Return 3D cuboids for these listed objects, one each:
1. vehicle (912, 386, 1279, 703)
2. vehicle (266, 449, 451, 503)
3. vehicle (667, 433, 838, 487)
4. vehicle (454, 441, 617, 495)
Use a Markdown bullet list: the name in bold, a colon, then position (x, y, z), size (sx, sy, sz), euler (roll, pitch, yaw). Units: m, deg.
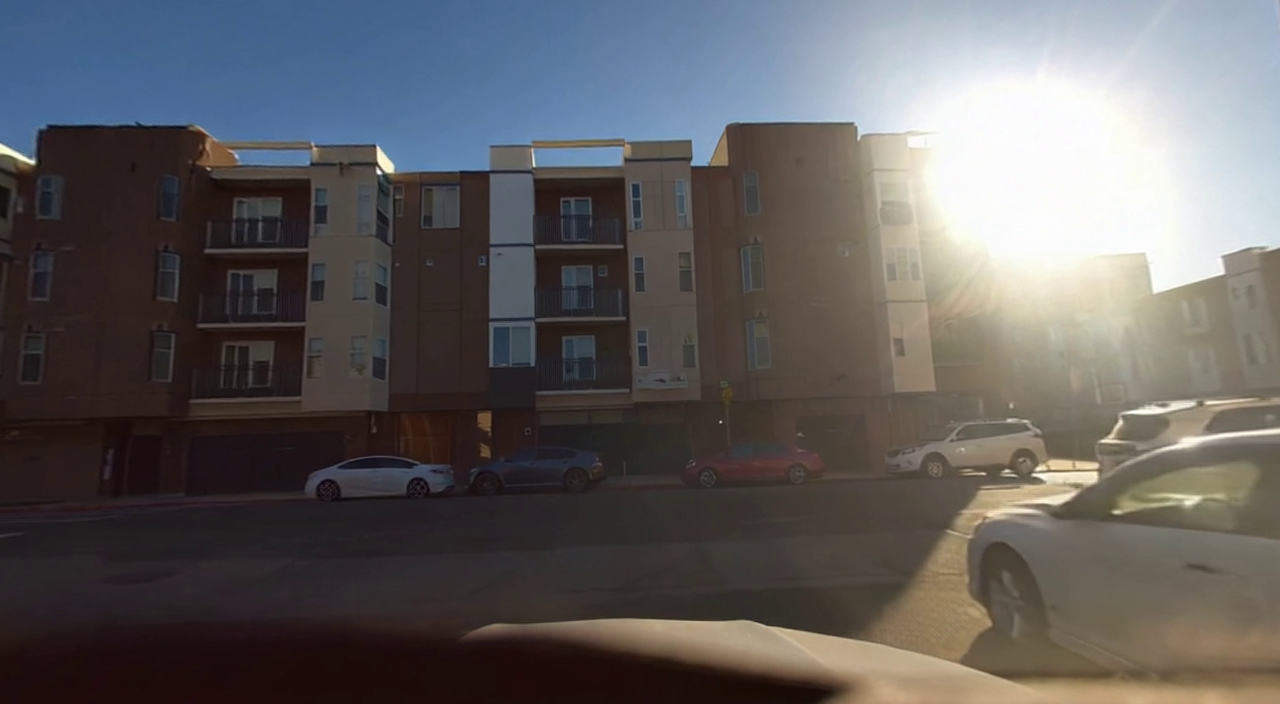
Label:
- **vehicle**: position (3.186, 0.994, 2.938), size (1.991, 1.489, 4.693), euler (0, -9, 4)
- **vehicle**: position (-7.882, 3.501, 18.104), size (4.423, 1.449, 1.813), euler (1, -9, -6)
- **vehicle**: position (3.243, 3.190, 18.828), size (4.681, 1.480, 1.817), euler (1, -9, -4)
- **vehicle**: position (-2.950, 3.372, 18.515), size (4.489, 1.470, 1.776), euler (1, -9, -4)
